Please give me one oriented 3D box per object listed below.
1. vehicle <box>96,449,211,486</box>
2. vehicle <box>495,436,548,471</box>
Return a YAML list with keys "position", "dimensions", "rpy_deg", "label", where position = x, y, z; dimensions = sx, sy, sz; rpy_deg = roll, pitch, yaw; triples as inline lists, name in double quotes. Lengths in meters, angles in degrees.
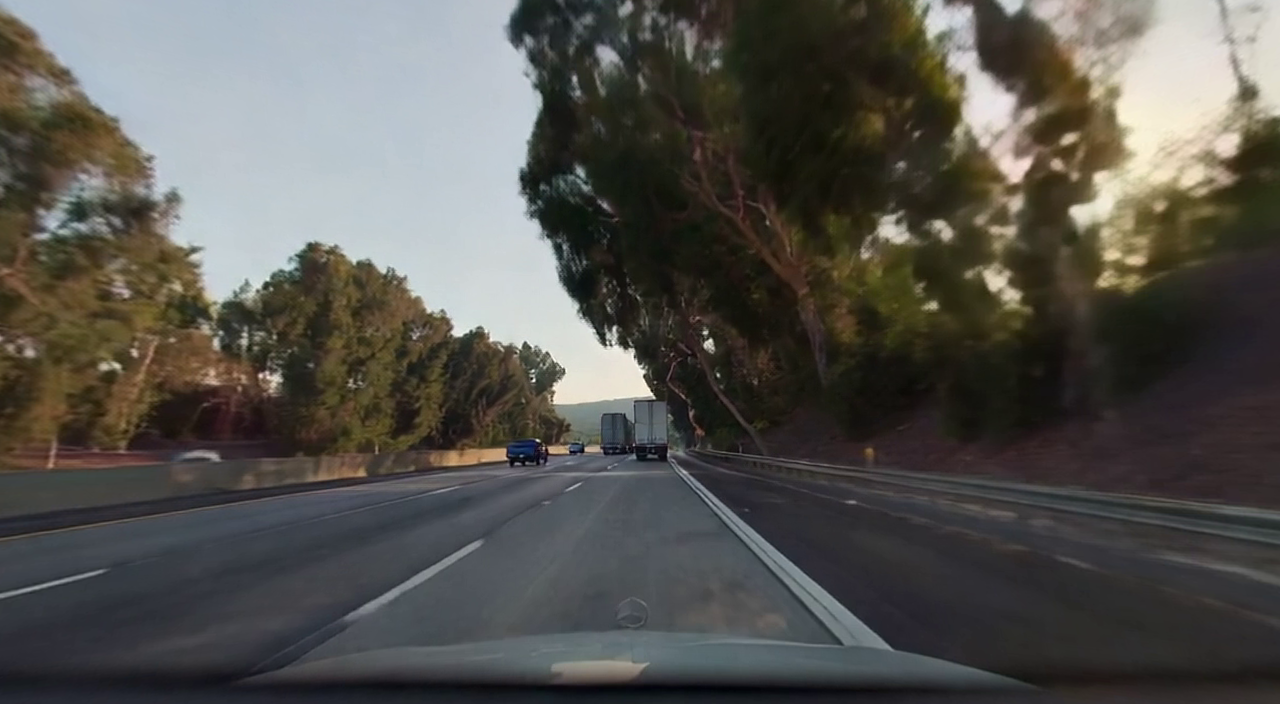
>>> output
- position: [-25.773, 6.105, 33.696]
  dimensions: [2.131, 1.760, 4.854]
  rpy_deg: [0, -8, 2]
  label: "vehicle"
- position: [-6.878, 5.944, 37.171]
  dimensions: [2.149, 1.884, 4.627]
  rpy_deg: [0, -8, 1]
  label: "vehicle"
